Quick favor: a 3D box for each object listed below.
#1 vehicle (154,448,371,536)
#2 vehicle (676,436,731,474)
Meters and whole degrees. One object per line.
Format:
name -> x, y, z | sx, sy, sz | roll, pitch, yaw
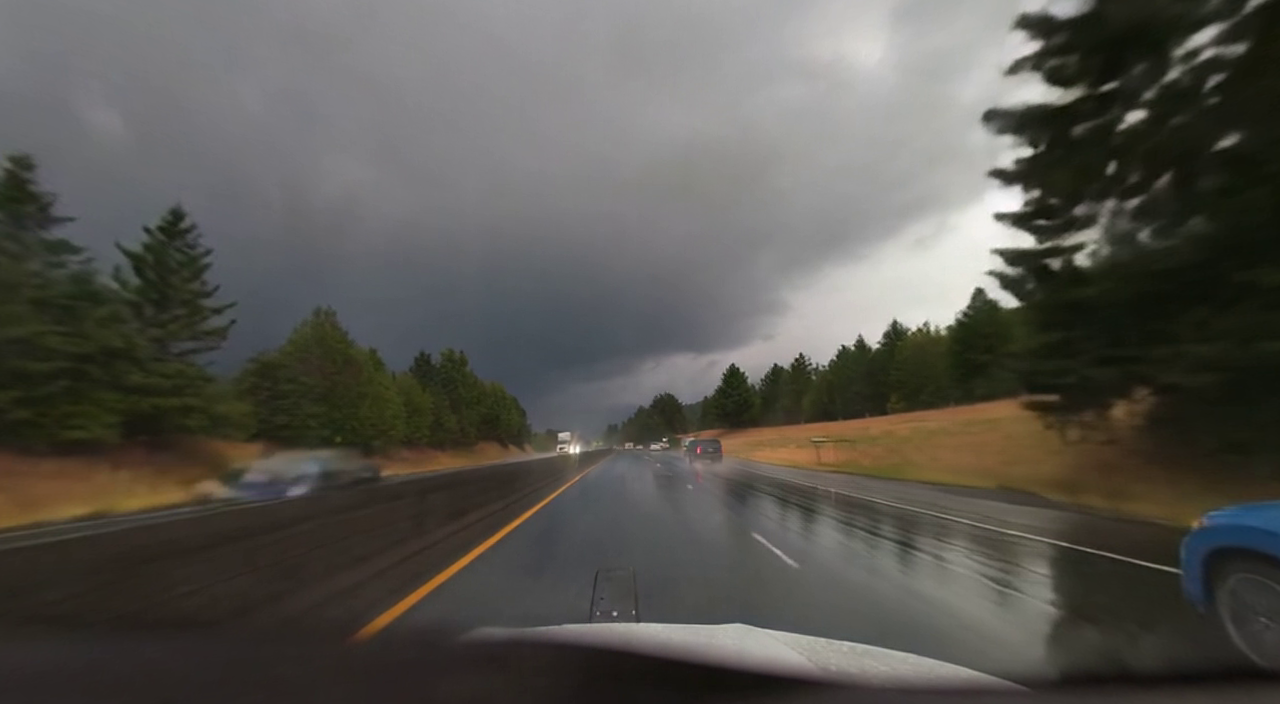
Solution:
vehicle -> -7.771, 2.860, 13.625 | 1.934, 1.497, 4.552 | 0, -8, -1
vehicle -> 2.983, 4.944, 30.474 | 2.043, 1.673, 4.016 | 0, -8, -3
